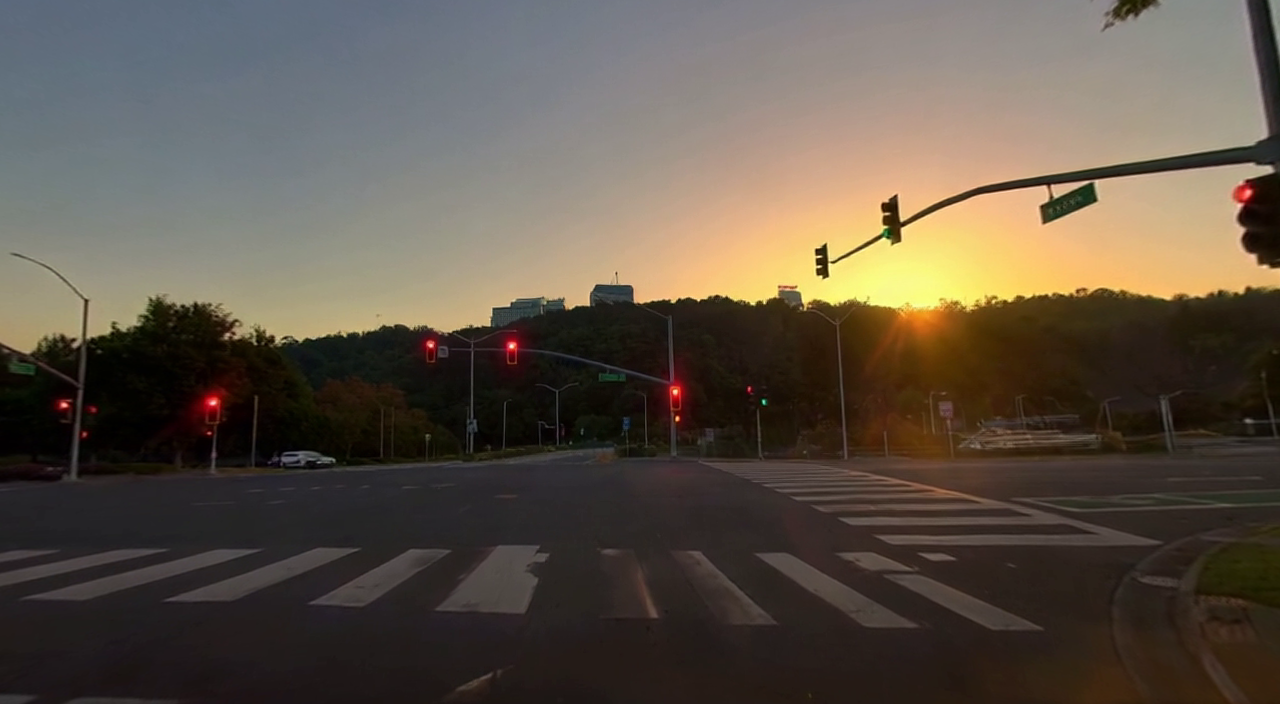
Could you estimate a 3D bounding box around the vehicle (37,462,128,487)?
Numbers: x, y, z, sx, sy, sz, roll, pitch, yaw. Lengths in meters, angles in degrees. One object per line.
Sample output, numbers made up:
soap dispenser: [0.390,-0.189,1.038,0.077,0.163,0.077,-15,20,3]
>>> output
vehicle: [-36.154,7.924,40.933,4.241,1.413,1.673,-1,-8,-2]

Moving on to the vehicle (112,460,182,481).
vehicle: [-35.894,8.614,45.934,3.681,1.423,1.680,-1,-8,-1]
